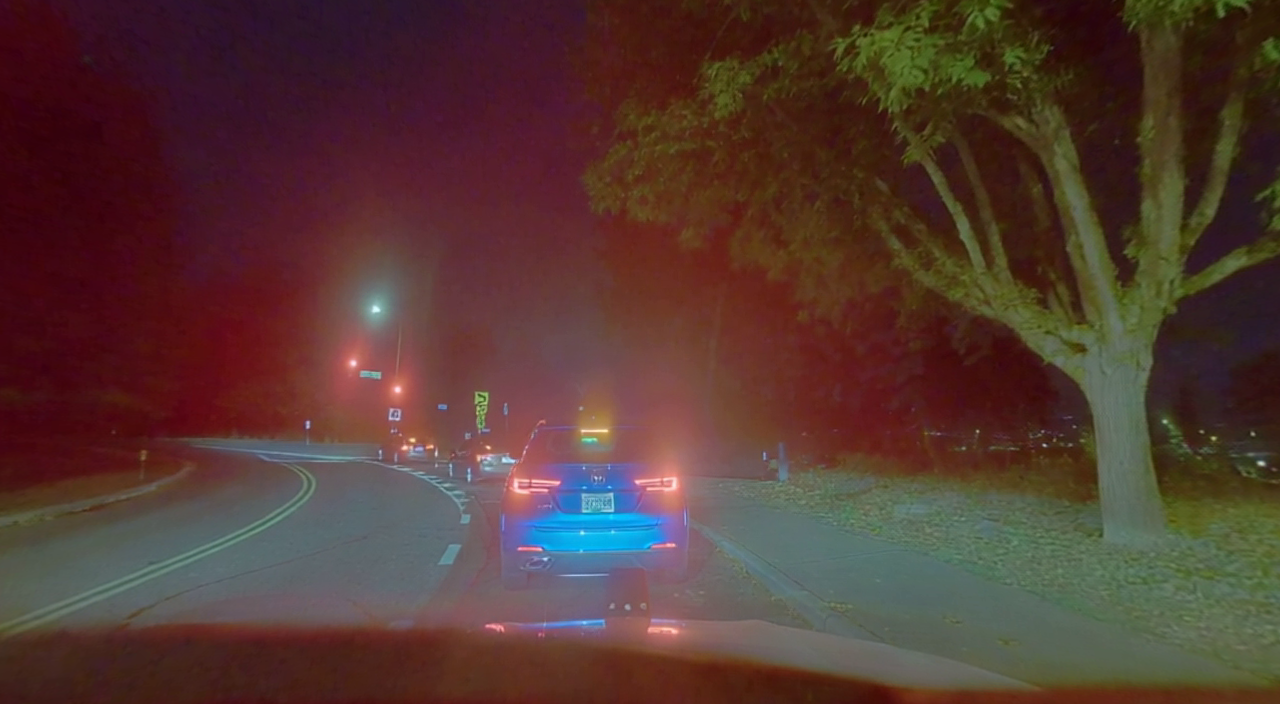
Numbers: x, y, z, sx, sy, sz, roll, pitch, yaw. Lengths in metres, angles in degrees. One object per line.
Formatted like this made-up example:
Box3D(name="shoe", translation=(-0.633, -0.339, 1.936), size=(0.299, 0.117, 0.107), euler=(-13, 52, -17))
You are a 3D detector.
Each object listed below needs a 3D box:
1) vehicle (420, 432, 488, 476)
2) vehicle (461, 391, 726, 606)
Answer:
Box3D(name="vehicle", translation=(-7.300, 3.928, 24.482), size=(1.902, 1.536, 3.662), euler=(4, -9, -25))
Box3D(name="vehicle", translation=(-0.685, 1.459, 7.196), size=(2.134, 1.671, 4.147), euler=(1, -8, -9))
